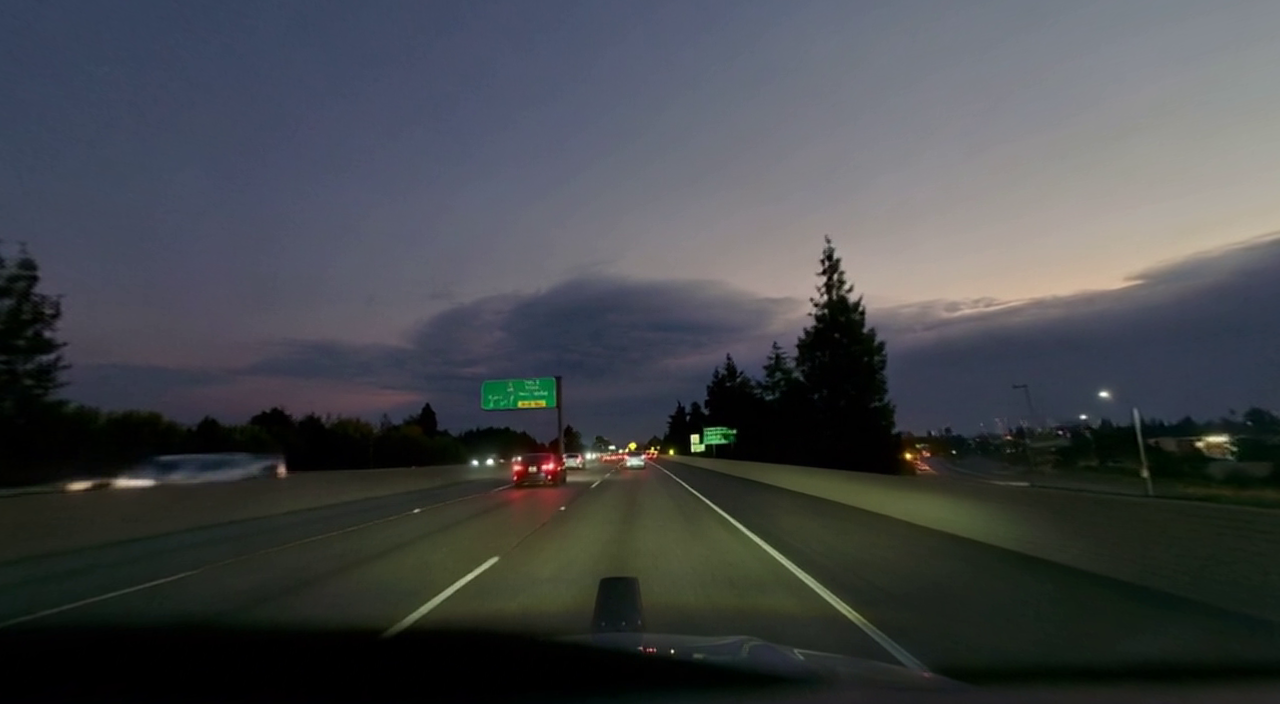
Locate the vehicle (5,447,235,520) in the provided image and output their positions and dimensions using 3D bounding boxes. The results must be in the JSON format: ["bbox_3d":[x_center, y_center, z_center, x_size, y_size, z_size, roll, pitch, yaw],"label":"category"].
[{"bbox_3d":[-13.657,3.420,17.106,2.105,1.676,4.777,0,-8,0],"label":"vehicle"}]

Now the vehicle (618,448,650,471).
[{"bbox_3d":[-0.451,7.373,43.572,2.100,1.471,3.956,0,-8,-1],"label":"vehicle"}]

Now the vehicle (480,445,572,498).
[{"bbox_3d":[-3.524,3.766,20.429,2.067,1.509,4.551,0,-8,1],"label":"vehicle"}]
